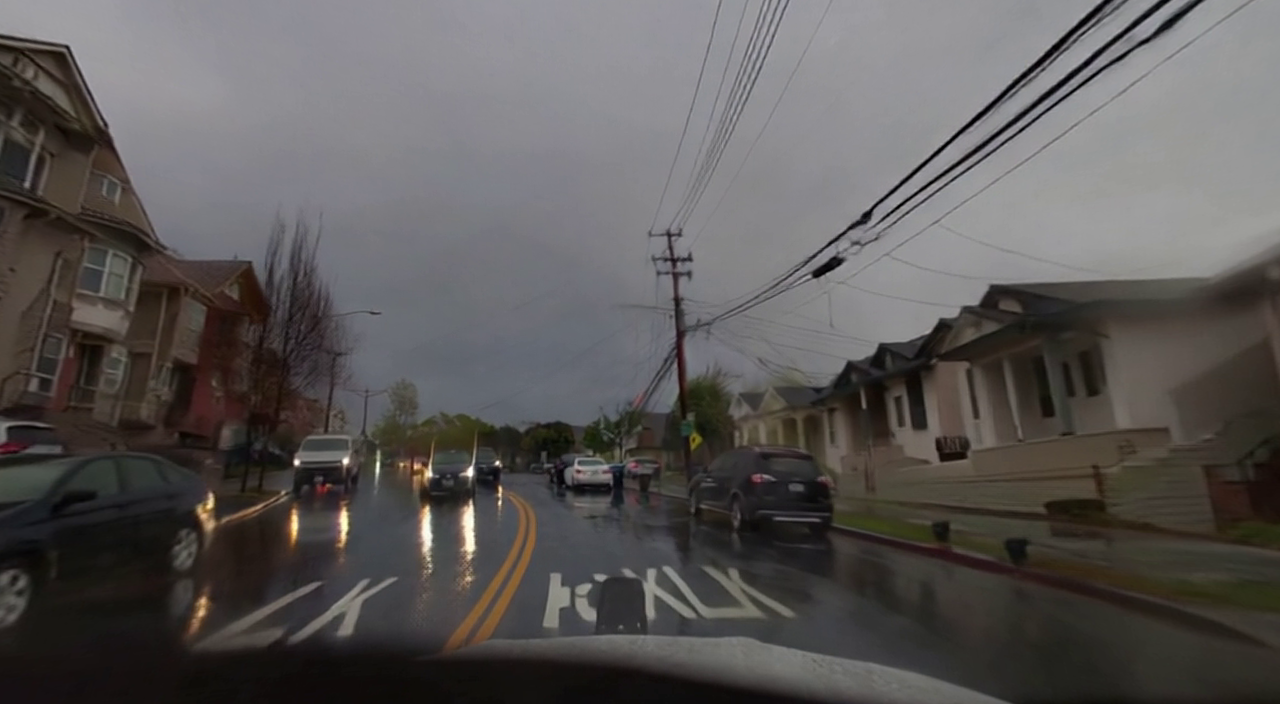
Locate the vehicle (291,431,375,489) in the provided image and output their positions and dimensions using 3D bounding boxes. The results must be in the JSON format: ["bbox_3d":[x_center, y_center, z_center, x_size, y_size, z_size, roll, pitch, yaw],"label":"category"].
[{"bbox_3d":[-11.440,4.059,23.521,2.378,1.840,5.389,6,-12,-26],"label":"vehicle"}]

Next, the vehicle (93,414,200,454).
[{"bbox_3d":[-26.483,4.468,34.003,1.861,1.569,4.064,-11,-20,41],"label":"vehicle"}]

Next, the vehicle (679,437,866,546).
[{"bbox_3d":[2.360,2.633,12.683,1.994,1.682,4.750,4,-9,-10],"label":"vehicle"}]

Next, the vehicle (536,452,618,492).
[{"bbox_3d":[-2.904,5.267,28.037,1.923,1.531,4.568,8,-11,-27],"label":"vehicle"}]

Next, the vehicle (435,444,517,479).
[{"bbox_3d":[-10.270,6.783,39.297,2.449,1.869,5.504,15,-16,-41],"label":"vehicle"}]

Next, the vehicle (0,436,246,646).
[{"bbox_3d":[-6.266,1.729,6.257,2.023,1.674,4.556,-1,-8,-4],"label":"vehicle"}]

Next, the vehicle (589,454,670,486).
[{"bbox_3d":[-0.568,6.558,35.314,4.163,1.586,2.023,7,-11,-39],"label":"vehicle"}]
